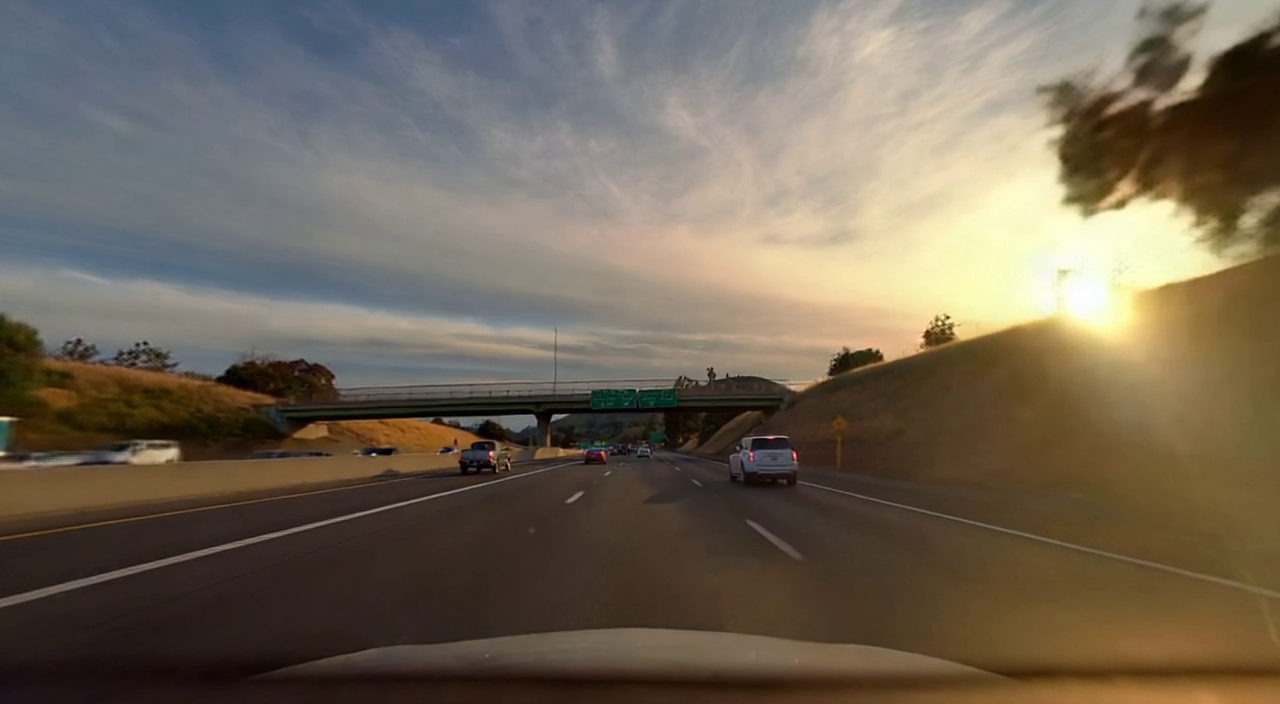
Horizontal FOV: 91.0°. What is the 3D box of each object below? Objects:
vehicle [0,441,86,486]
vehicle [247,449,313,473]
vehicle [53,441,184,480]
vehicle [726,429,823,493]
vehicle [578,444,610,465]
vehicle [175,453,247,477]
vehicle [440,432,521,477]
[{"bbox_3d":[-28.885,5.010,28.488,2.241,1.906,5.939,0,-9,-1],"label":"vehicle"},{"bbox_3d":[-25.373,7.673,44.570,1.914,1.556,4.594,0,-9,0],"label":"vehicle"},{"bbox_3d":[-25.296,5.275,30.858,2.090,1.746,5.035,0,-9,0],"label":"vehicle"},{"bbox_3d":[3.949,3.301,19.331,1.990,1.735,4.276,0,-9,-1],"label":"vehicle"},{"bbox_3d":[-3.540,7.978,49.010,2.067,1.528,4.551,0,-9,1],"label":"vehicle"},{"bbox_3d":[-28.954,7.613,42.697,1.801,1.493,4.345,0,-9,0],"label":"vehicle"},{"bbox_3d":[-7.648,4.992,30.925,2.341,1.959,5.684,0,-9,1],"label":"vehicle"}]
